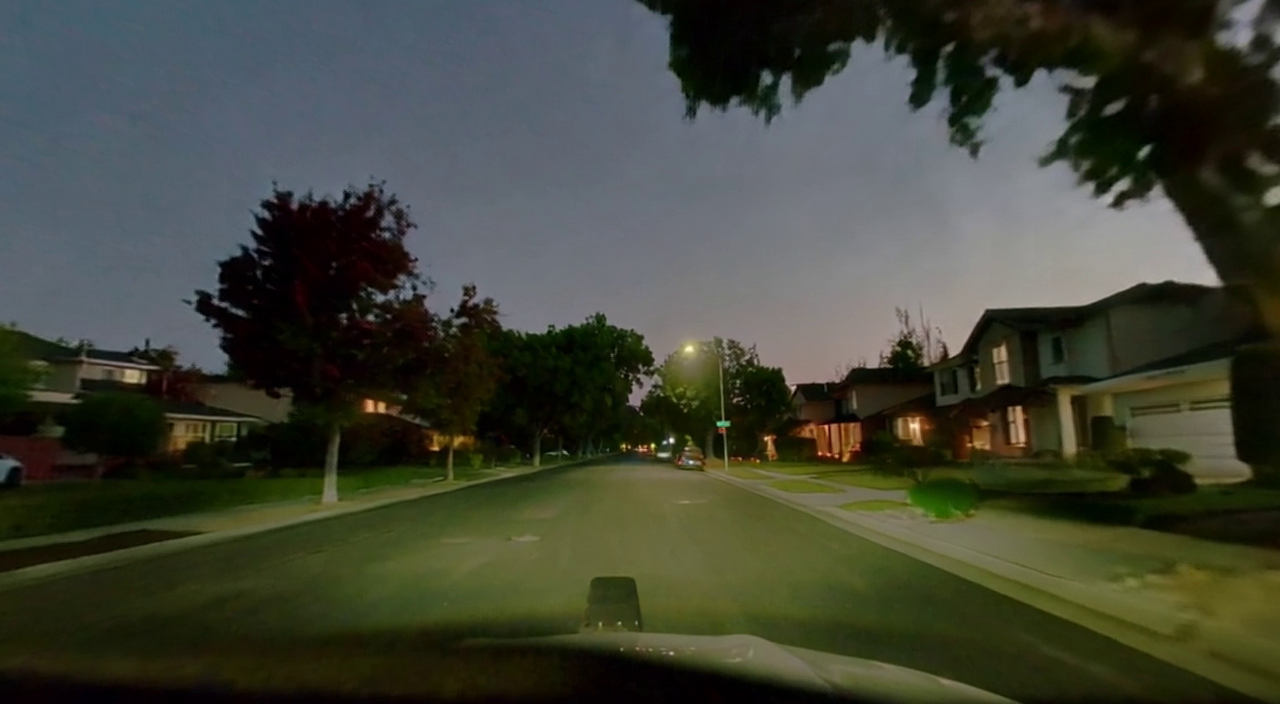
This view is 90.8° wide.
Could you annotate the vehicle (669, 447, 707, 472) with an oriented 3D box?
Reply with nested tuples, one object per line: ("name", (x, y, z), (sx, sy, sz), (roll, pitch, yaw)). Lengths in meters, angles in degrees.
("vehicle", (3.291, 7.457, 44.083), (2.136, 1.596, 4.790), (0, -9, -2))
